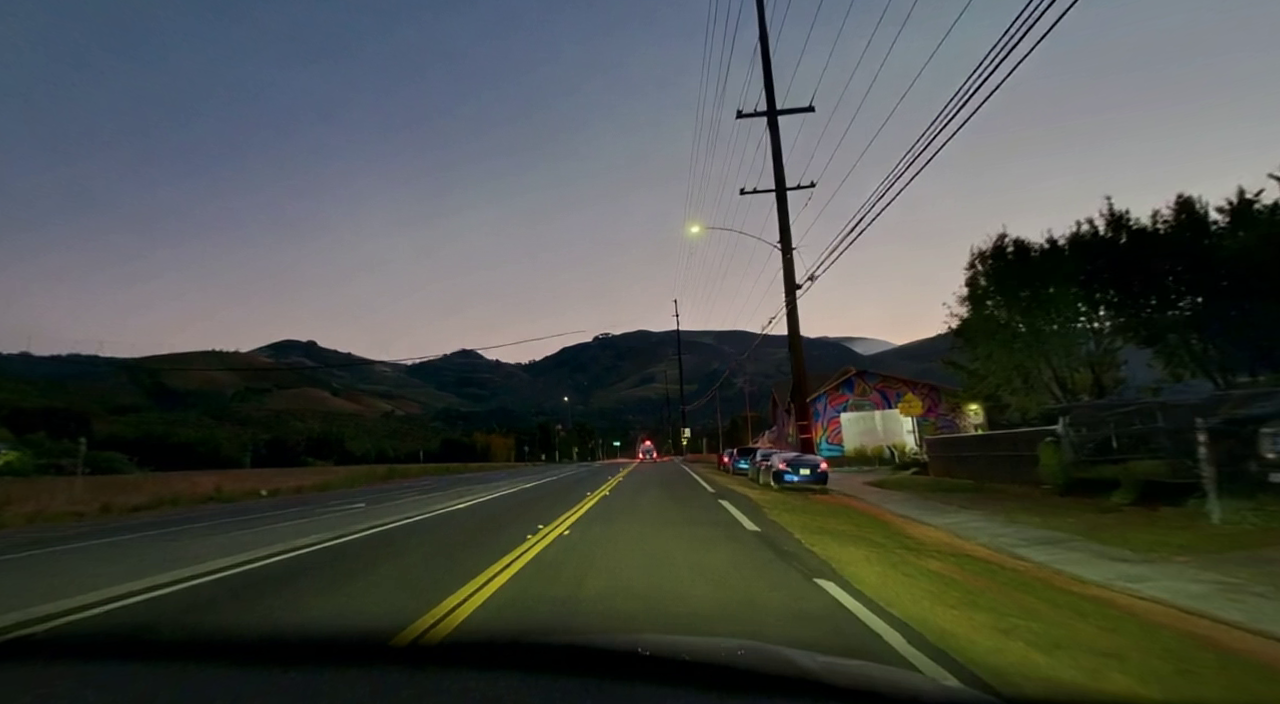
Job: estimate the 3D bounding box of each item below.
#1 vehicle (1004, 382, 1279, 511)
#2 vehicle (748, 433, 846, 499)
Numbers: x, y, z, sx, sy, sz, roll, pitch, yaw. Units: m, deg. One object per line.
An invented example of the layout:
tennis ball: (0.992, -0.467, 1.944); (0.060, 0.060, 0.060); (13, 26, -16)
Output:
vehicle: (10.196, 1.946, 13.031); (2.253, 2.000, 5.259); (-4, -9, 1)
vehicle: (5.377, 4.028, 22.341); (2.072, 1.889, 4.468); (-6, -10, -1)
